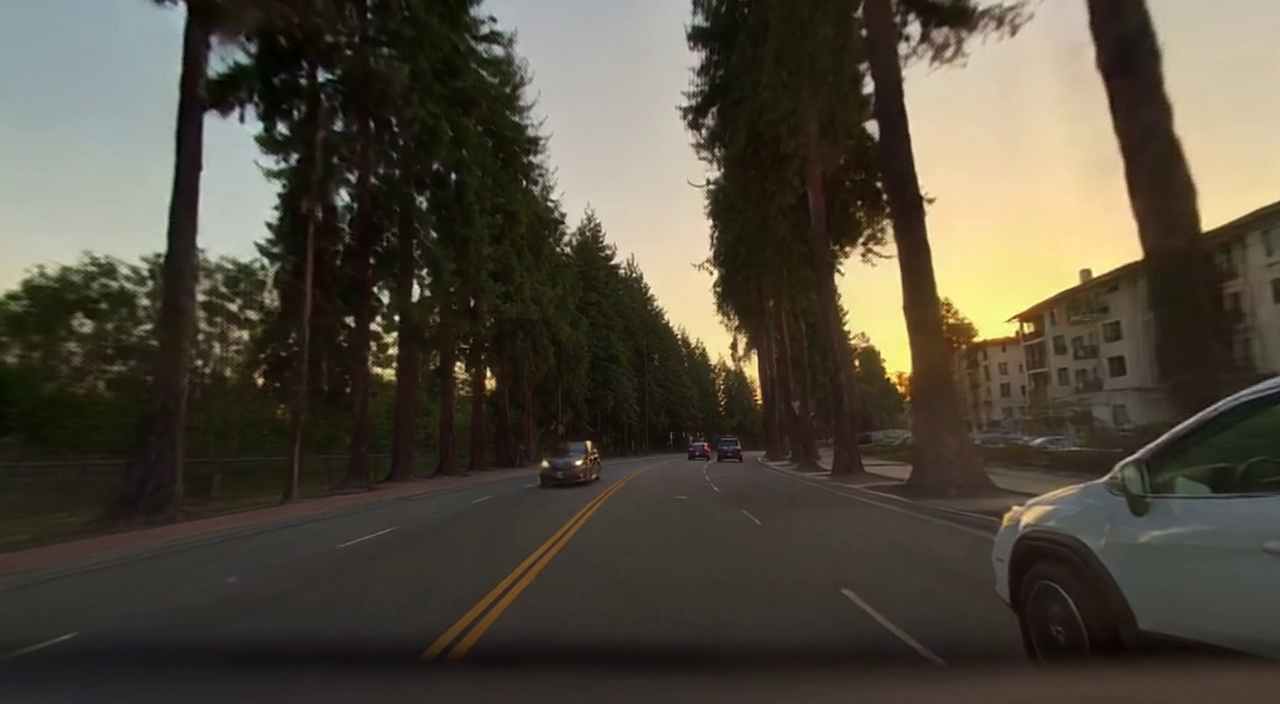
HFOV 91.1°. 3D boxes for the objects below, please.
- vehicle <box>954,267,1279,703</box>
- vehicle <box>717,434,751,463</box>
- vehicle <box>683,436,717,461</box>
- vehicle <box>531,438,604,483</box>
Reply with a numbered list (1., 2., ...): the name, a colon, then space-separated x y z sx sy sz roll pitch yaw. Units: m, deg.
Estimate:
1. vehicle: 3.229 0.595 1.620 2.219 1.881 5.104 0 -8 1
2. vehicle: 6.220 6.404 41.815 2.069 1.791 4.422 -1 -8 8
3. vehicle: 4.780 7.598 49.585 2.158 1.852 4.485 -2 -9 11
4. vehicle: -2.636 4.069 23.873 1.958 1.538 4.081 -1 -8 5
